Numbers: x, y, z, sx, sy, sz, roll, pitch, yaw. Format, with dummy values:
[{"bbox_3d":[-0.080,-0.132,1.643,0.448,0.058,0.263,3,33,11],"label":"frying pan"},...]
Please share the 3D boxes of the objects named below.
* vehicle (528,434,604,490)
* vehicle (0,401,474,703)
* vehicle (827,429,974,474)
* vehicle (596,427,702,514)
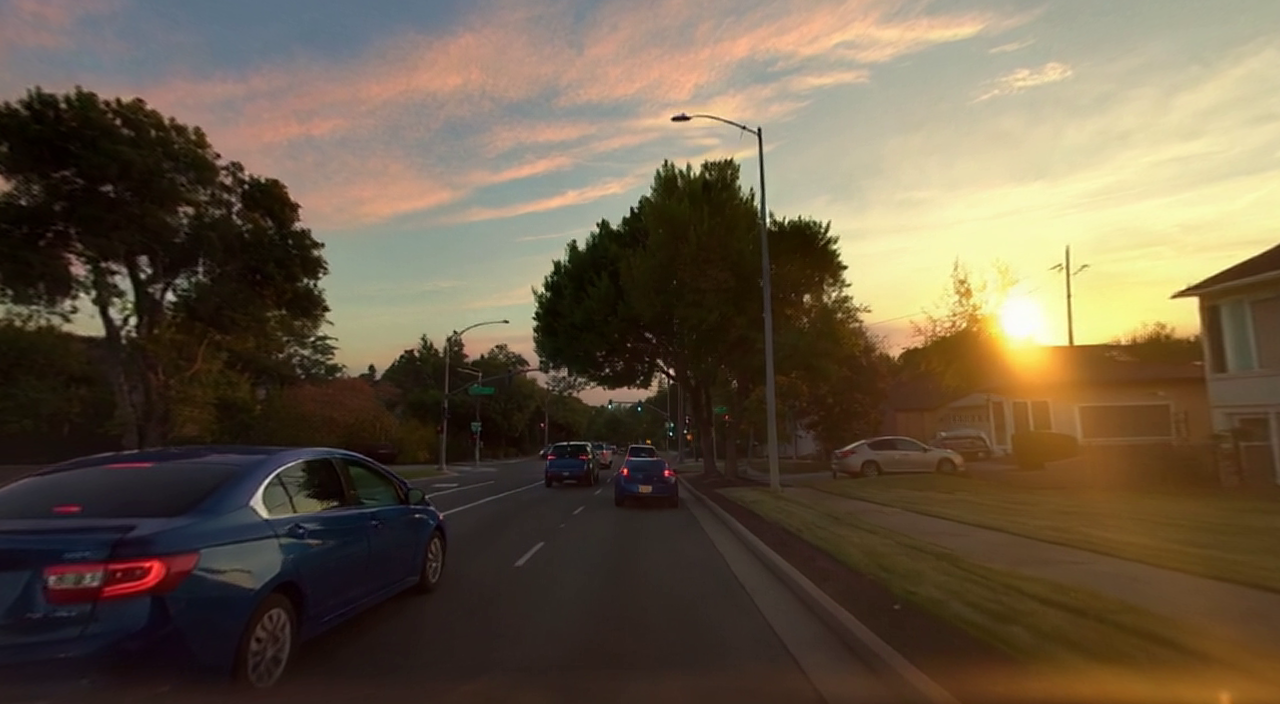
[{"bbox_3d":[-2.459,3.801,22.031,2.000,1.737,4.133,-1,-9,2],"label":"vehicle"},{"bbox_3d":[-2.839,1.253,4.361,1.968,1.472,4.685,0,-9,2],"label":"vehicle"},{"bbox_3d":[9.308,3.588,22.817,4.456,1.504,1.914,0,-9,0],"label":"vehicle"},{"bbox_3d":[0.186,2.693,14.737,2.120,1.718,3.909,0,-9,0],"label":"vehicle"}]
